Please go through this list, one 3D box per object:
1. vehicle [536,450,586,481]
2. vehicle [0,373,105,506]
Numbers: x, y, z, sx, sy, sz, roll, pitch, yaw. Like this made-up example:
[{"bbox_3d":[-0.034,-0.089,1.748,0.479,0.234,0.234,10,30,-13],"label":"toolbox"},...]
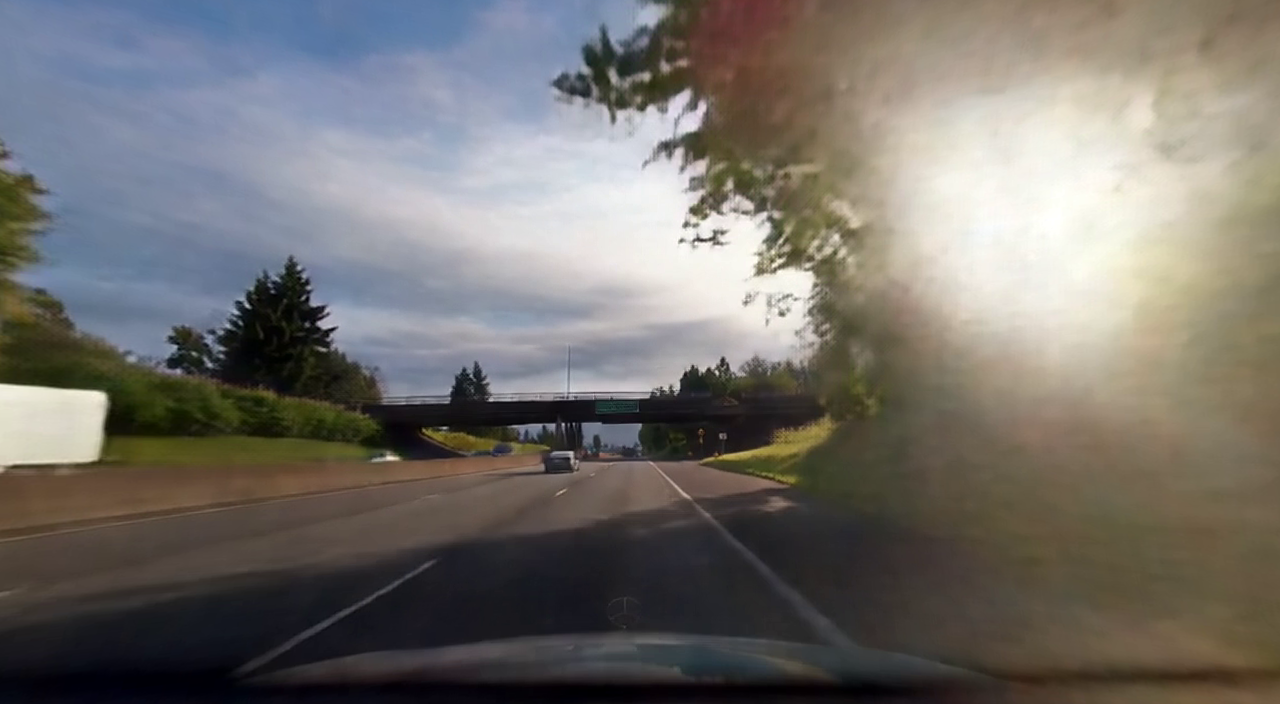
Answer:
[{"bbox_3d":[-4.027,5.843,32.828,1.992,1.504,4.117,0,-9,1],"label":"vehicle"},{"bbox_3d":[-20.120,1.919,14.392,2.907,3.842,14.891,0,-9,0],"label":"vehicle"}]
